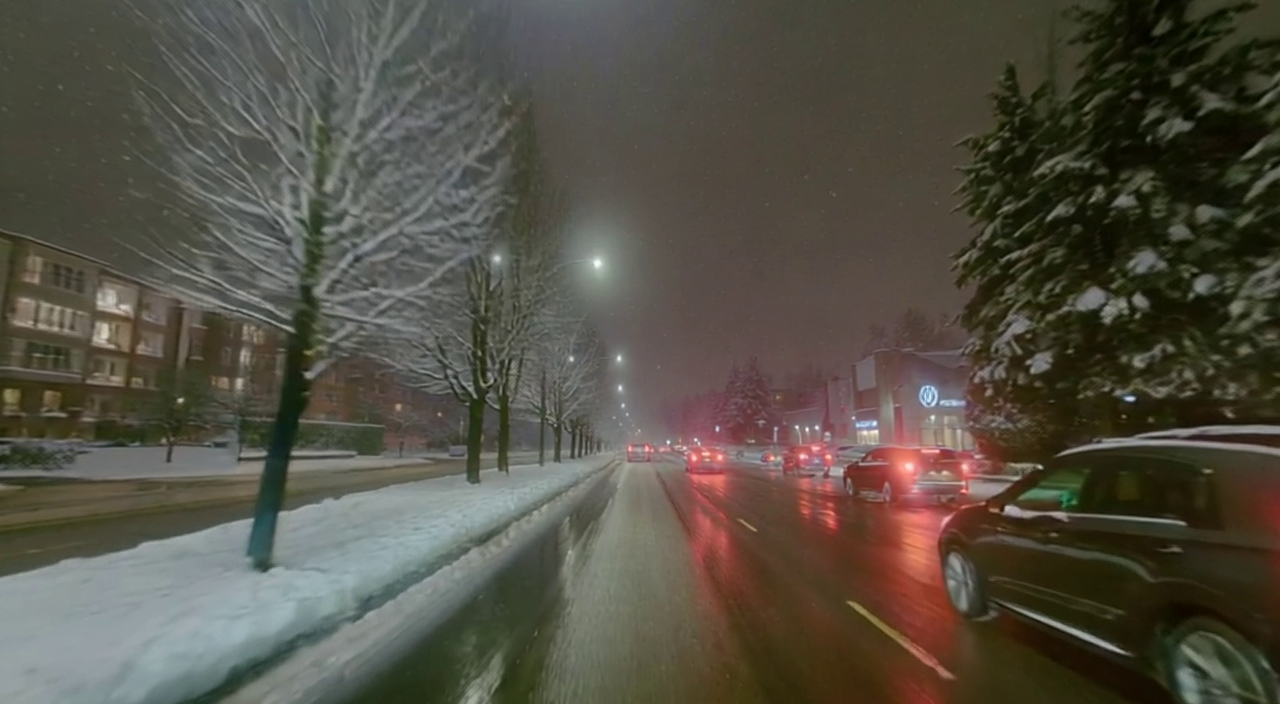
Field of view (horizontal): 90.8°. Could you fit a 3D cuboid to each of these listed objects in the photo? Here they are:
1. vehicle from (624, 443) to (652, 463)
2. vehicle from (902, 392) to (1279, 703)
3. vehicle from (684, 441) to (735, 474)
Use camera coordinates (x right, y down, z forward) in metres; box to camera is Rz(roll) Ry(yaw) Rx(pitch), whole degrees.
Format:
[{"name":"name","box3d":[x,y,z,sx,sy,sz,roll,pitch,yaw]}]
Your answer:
[{"name":"vehicle","box3d":[-0.198,7.786,48.909,2.095,1.456,3.873,0,-9,-1]},{"name":"vehicle","box3d":[3.386,1.091,3.567,2.034,1.496,4.040,0,-9,-1]},{"name":"vehicle","box3d":[3.433,5.328,32.108,1.953,1.514,4.672,0,-9,-2]}]
